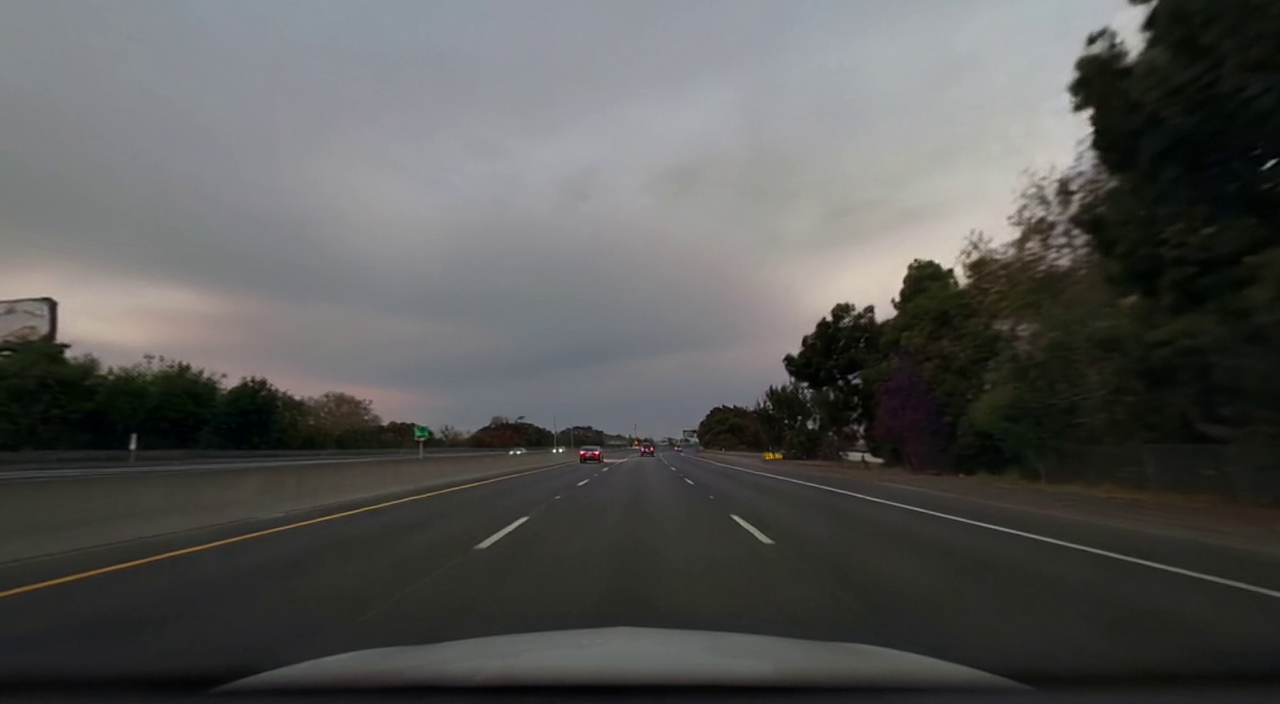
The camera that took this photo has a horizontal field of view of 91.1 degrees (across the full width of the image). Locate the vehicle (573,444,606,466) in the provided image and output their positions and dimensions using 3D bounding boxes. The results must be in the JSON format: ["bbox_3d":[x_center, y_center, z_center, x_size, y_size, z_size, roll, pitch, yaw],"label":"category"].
[{"bbox_3d":[-3.609,7.498,45.802,2.001,1.521,3.900,-1,-9,1],"label":"vehicle"}]
